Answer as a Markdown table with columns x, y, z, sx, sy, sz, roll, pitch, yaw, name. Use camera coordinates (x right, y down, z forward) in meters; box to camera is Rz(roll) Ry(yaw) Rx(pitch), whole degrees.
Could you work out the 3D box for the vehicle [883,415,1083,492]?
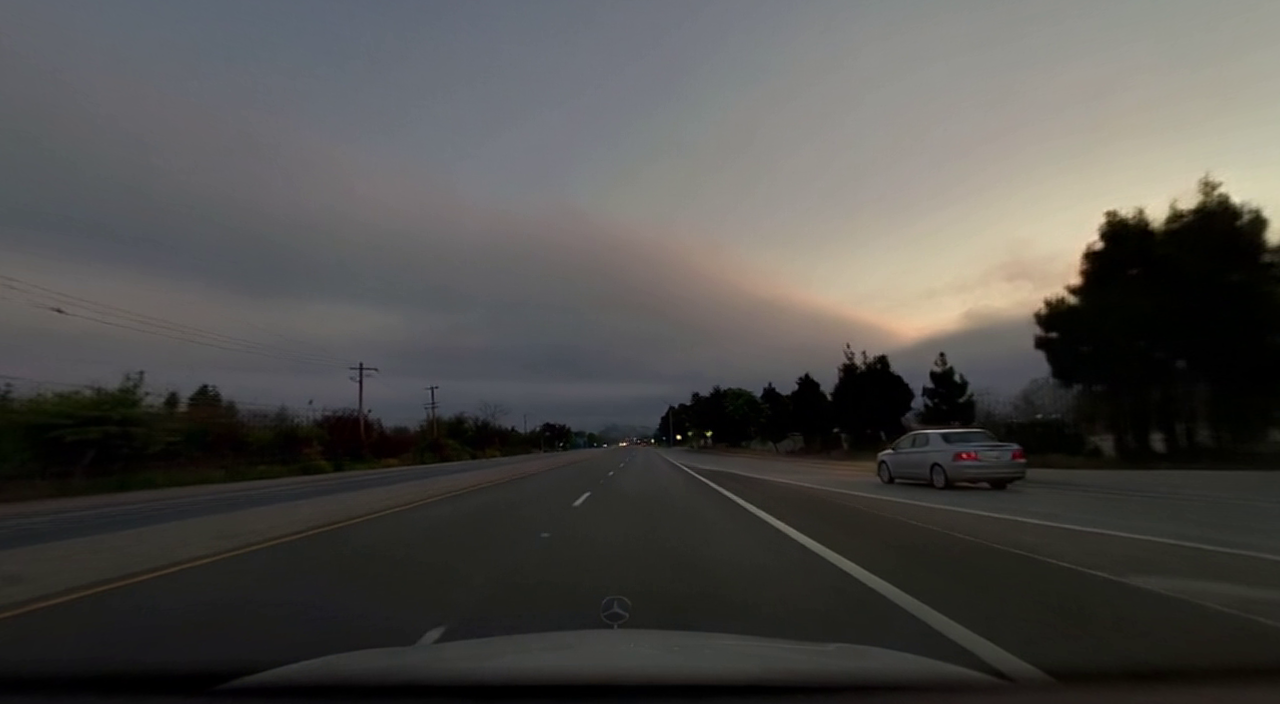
| x | y | z | sx | sy | sz | roll | pitch | yaw | name |
| --- | --- | --- | --- | --- | --- | --- | --- | --- | --- |
| 9.759 | 2.946 | 18.626 | 2.328 | 1.916 | 5.227 | 1 | -8 | -10 | vehicle |
